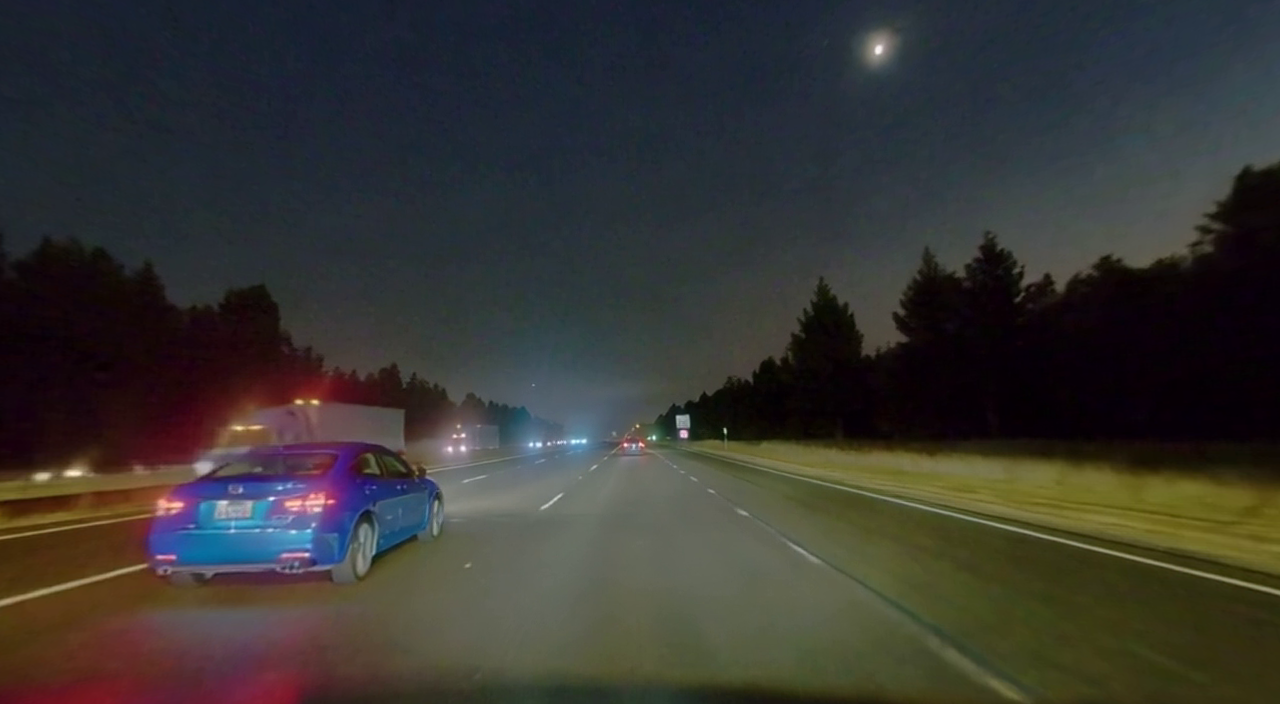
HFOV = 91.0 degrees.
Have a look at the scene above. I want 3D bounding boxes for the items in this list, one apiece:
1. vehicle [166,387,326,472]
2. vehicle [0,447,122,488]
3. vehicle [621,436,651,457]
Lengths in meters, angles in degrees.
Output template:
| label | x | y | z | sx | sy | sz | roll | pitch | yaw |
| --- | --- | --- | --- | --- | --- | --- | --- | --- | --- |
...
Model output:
| label | x | y | z | sx | sy | sz | roll | pitch | yaw |
| --- | --- | --- | --- | --- | --- | --- | --- | --- | --- |
| vehicle | -18.972 | 3.898 | 31.173 | 2.910 | 3.648 | 7.942 | 0 | -8 | -2 |
| vehicle | -22.725 | 4.485 | 24.710 | 1.735 | 1.426 | 3.633 | 0 | -8 | -1 |
| vehicle | -0.319 | 6.868 | 45.743 | 2.028 | 1.440 | 3.690 | 0 | -8 | -2 |
